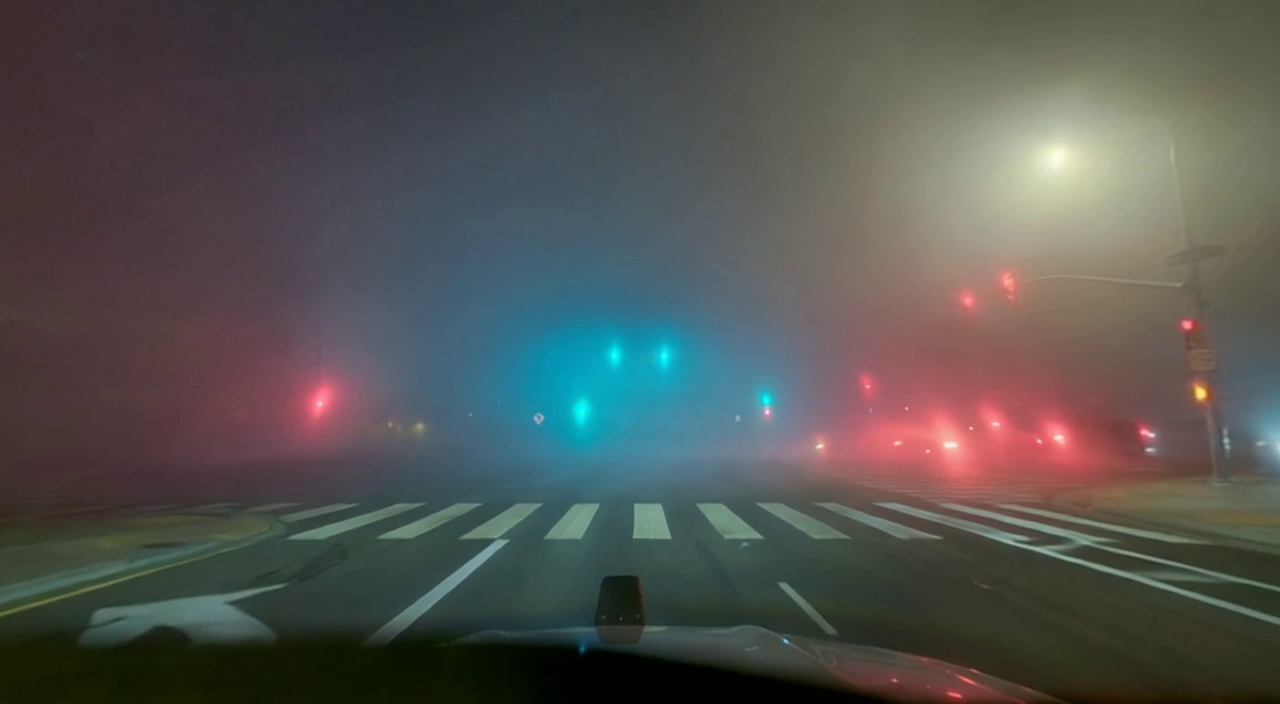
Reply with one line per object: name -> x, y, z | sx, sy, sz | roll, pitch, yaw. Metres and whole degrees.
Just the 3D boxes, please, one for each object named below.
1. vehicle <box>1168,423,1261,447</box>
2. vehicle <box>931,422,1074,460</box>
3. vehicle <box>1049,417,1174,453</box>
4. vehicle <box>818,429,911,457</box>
vehicle -> 42.230, 6.142, 46.654 | 2.037, 1.614, 5.175 | -1, -8, 1
vehicle -> 15.219, 3.746, 26.703 | 4.916, 1.504, 1.846 | 0, -8, -2
vehicle -> 23.775, 4.207, 32.004 | 4.571, 1.698, 1.977 | -1, -8, 3
vehicle -> 11.209, 4.584, 31.788 | 4.046, 1.306, 1.719 | -1, -8, 5
